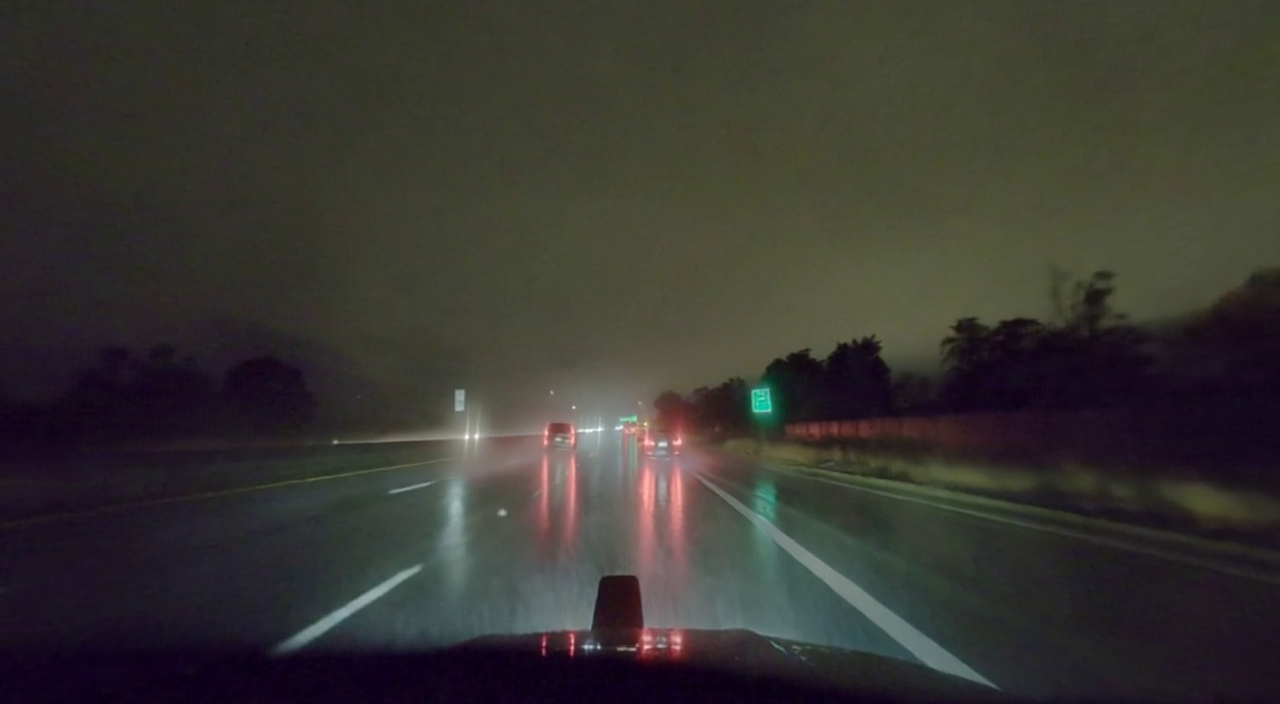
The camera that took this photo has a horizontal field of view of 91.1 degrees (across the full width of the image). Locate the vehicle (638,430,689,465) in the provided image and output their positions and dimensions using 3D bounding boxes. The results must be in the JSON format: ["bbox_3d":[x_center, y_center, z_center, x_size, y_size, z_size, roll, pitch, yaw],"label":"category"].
[{"bbox_3d":[0.986,4.287,28.431,1.948,1.470,3.913,0,-8,-3],"label":"vehicle"}]

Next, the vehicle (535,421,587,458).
[{"bbox_3d":[-4.299,4.853,34.931,2.251,1.938,4.708,0,-8,0],"label":"vehicle"}]
